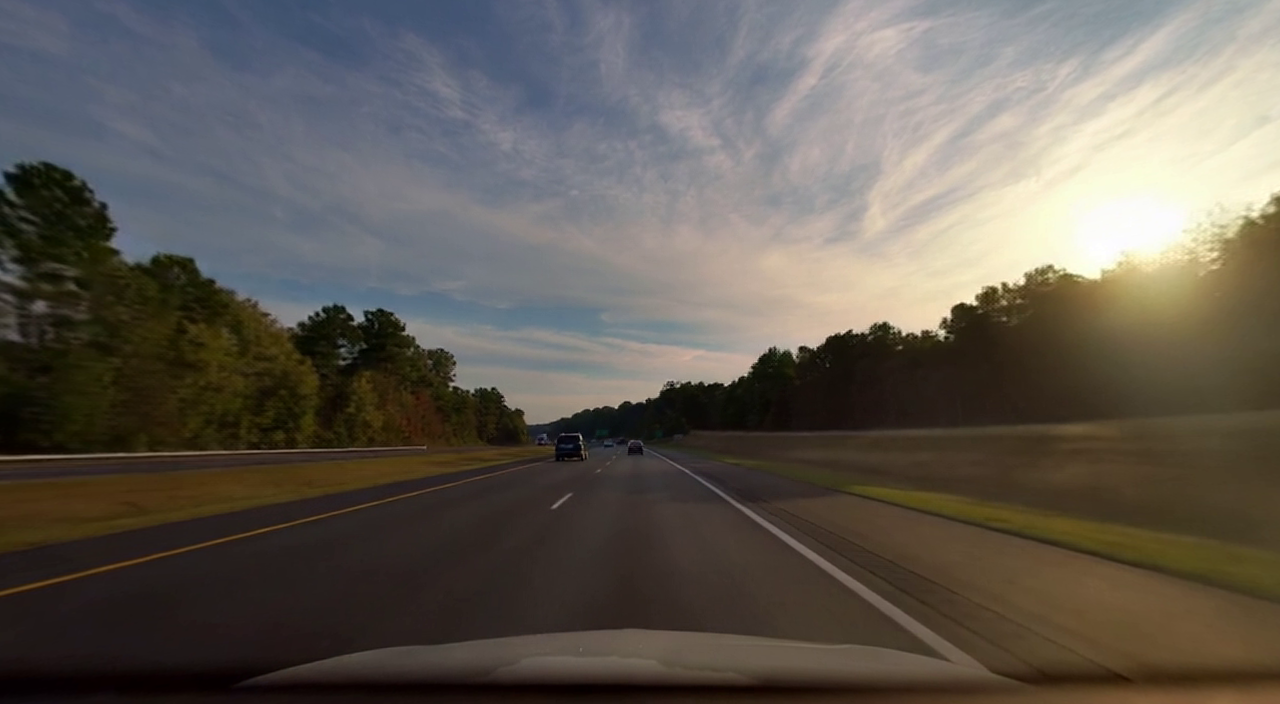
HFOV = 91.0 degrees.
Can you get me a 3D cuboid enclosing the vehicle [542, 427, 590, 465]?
[{"bbox_3d":[-4.197,5.457,36.675,2.241,2.034,4.890,0,-8,0],"label":"vehicle"}]
